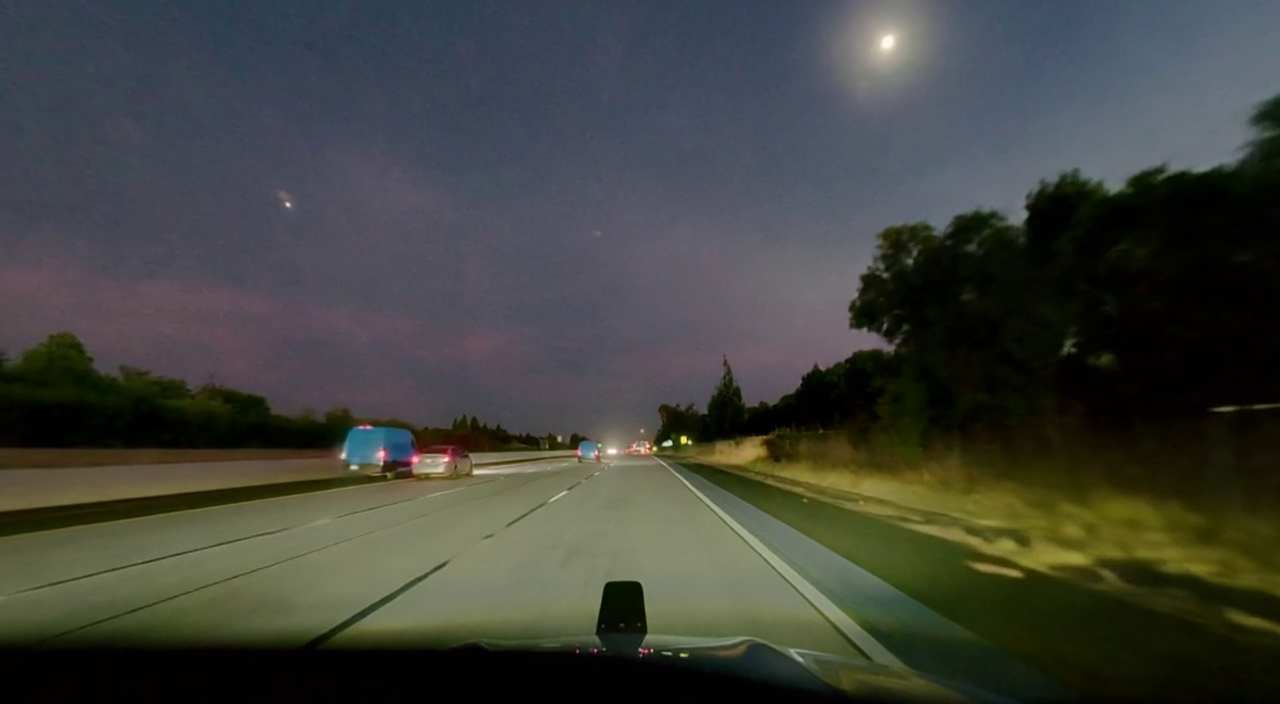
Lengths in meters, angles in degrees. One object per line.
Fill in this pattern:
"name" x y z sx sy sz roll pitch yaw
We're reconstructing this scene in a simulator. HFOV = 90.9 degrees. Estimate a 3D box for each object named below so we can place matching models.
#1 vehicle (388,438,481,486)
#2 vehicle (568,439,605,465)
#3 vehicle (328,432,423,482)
"vehicle" -7.470 4.030 23.354 2.014 1.598 4.015 0 -8 1
"vehicle" -4.049 7.663 48.525 2.313 1.852 4.775 0 -8 2
"vehicle" -10.907 4.363 26.433 1.977 1.870 4.525 0 -8 0
